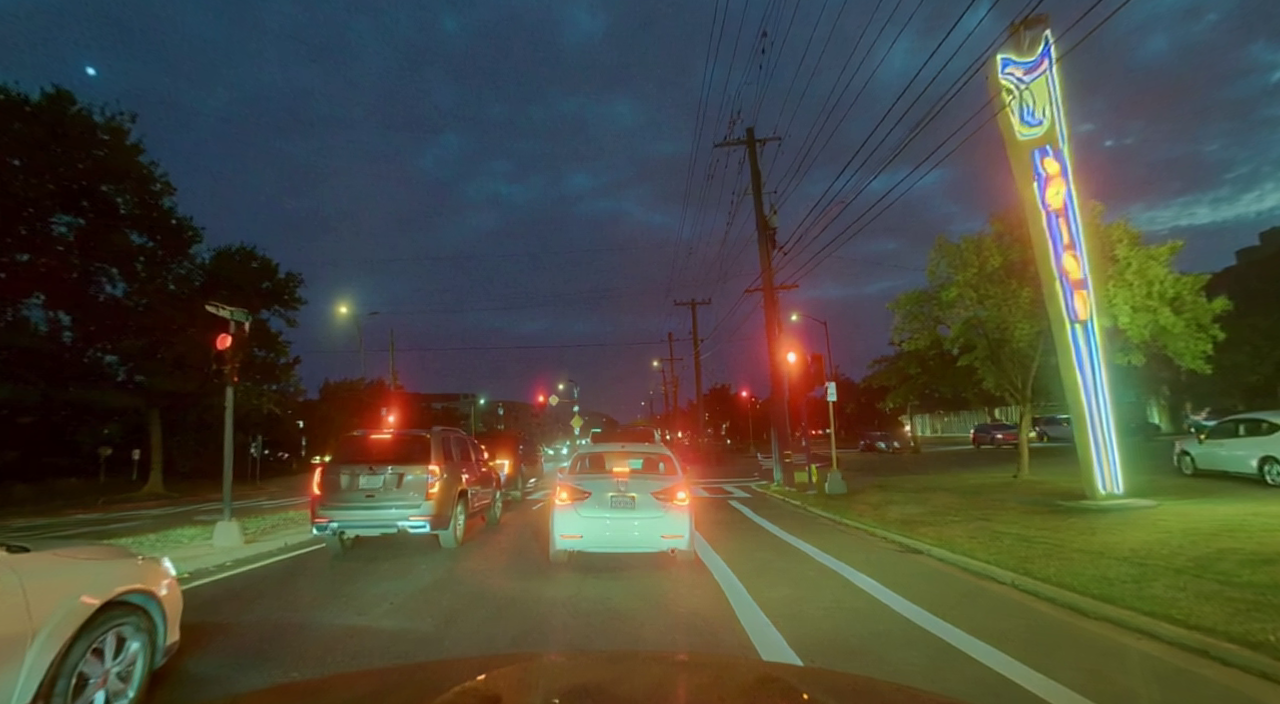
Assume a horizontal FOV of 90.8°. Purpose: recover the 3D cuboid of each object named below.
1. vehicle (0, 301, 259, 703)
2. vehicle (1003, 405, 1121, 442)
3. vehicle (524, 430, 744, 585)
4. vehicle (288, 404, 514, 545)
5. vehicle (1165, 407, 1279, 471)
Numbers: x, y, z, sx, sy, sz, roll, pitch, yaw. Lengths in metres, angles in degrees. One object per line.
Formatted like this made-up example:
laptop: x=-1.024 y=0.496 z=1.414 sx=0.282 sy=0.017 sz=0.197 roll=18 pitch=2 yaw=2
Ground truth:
vehicle: x=-3.594 y=0.638 z=1.532 sx=2.085 sy=1.943 sz=5.053 roll=0 pitch=-8 yaw=1
vehicle: x=26.899 y=4.631 z=40.497 sx=5.782 sy=2.286 sz=2.223 roll=-1 pitch=-9 yaw=4
vehicle: x=-0.103 y=1.800 z=8.150 sx=2.121 sy=1.474 sz=3.968 roll=0 pitch=-8 yaw=-1
vehicle: x=-3.841 y=2.080 z=11.374 sx=2.147 sy=1.963 sz=4.927 roll=0 pitch=-8 yaw=0
vehicle: x=17.028 y=2.534 z=18.256 sx=1.858 sy=1.622 sz=4.491 roll=-5 pitch=-10 yaw=28
